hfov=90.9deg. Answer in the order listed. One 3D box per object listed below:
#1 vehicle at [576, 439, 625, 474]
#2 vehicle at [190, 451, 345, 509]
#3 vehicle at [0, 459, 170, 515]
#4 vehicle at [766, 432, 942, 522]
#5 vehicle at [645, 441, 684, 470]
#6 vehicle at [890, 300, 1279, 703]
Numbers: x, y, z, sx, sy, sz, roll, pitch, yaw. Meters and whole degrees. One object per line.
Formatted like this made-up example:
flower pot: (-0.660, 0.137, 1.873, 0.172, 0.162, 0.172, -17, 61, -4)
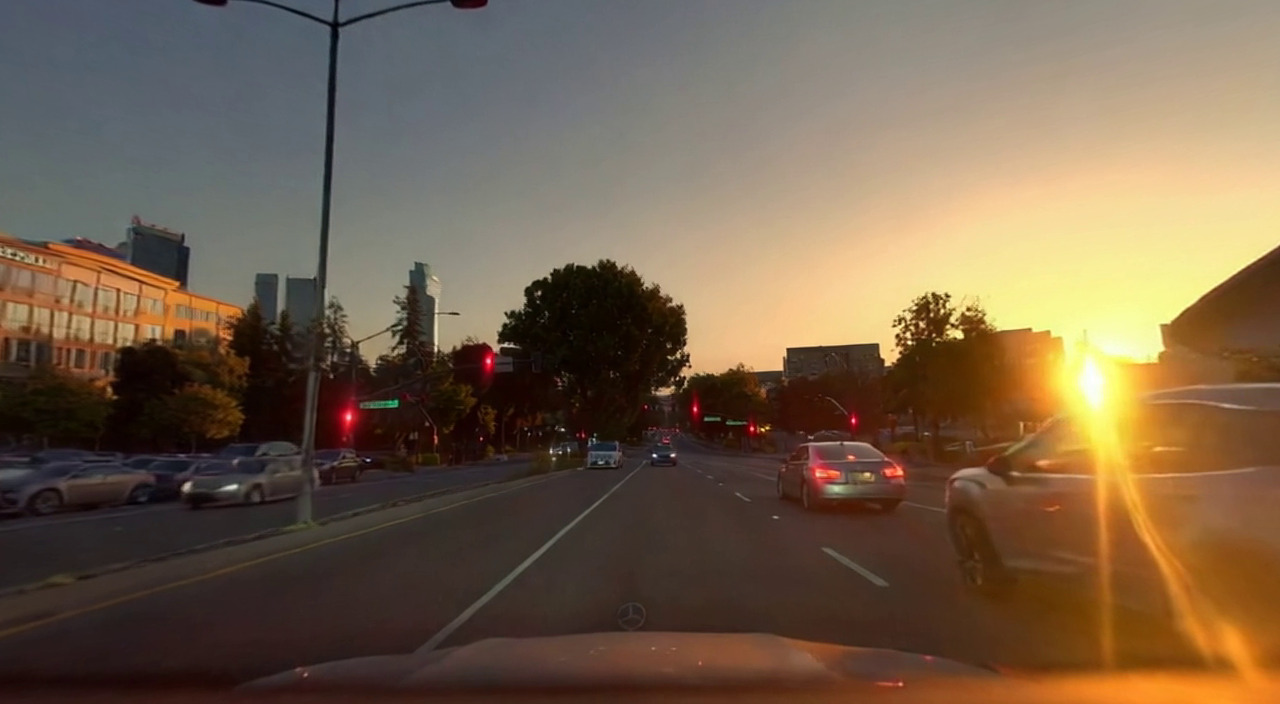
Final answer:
vehicle: (-1.972, 5.394, 32.826, 2.057, 1.678, 4.639, -1, -8, 3)
vehicle: (-10.709, 3.674, 18.582, 1.884, 1.456, 4.356, 0, -8, 0)
vehicle: (-17.476, 4.181, 19.978, 1.804, 1.437, 4.560, 0, -8, -3)
vehicle: (4.159, 2.516, 13.298, 2.109, 1.510, 4.927, -1, -8, 2)
vehicle: (1.374, 5.768, 35.236, 2.059, 1.477, 3.988, -1, -8, 2)
vehicle: (3.445, 0.887, 3.363, 2.282, 1.797, 4.924, -1, -8, 2)
